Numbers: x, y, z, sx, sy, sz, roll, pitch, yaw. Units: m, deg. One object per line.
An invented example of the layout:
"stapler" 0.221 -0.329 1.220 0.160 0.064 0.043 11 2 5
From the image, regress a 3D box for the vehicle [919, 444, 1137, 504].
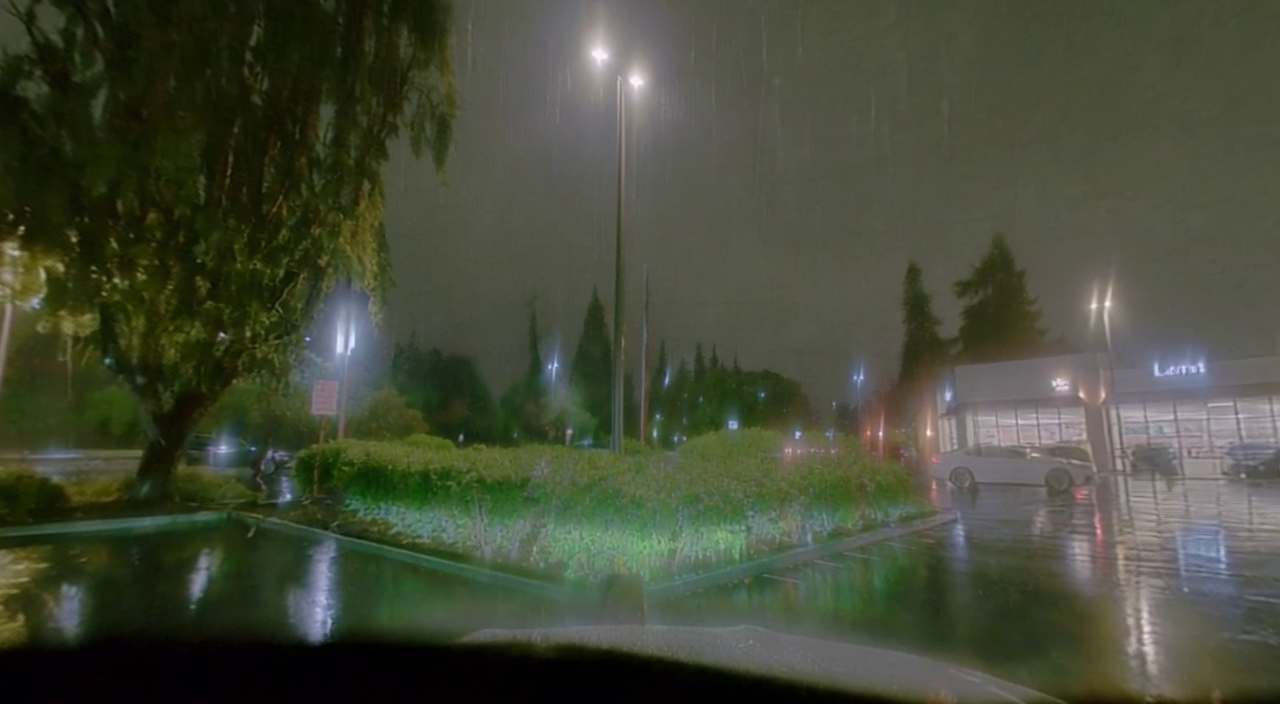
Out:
"vehicle" 10.669 3.310 17.638 4.772 1.441 1.976 -8 -12 43

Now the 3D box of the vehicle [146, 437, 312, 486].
"vehicle" -15.216 4.039 23.602 1.921 1.632 4.752 -8 -11 42

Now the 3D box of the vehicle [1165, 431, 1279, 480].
"vehicle" 23.370 3.918 24.022 4.939 1.664 2.055 -10 -10 42

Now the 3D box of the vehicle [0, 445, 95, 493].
"vehicle" -19.430 3.563 19.214 1.790 1.396 4.000 -9 -12 40
